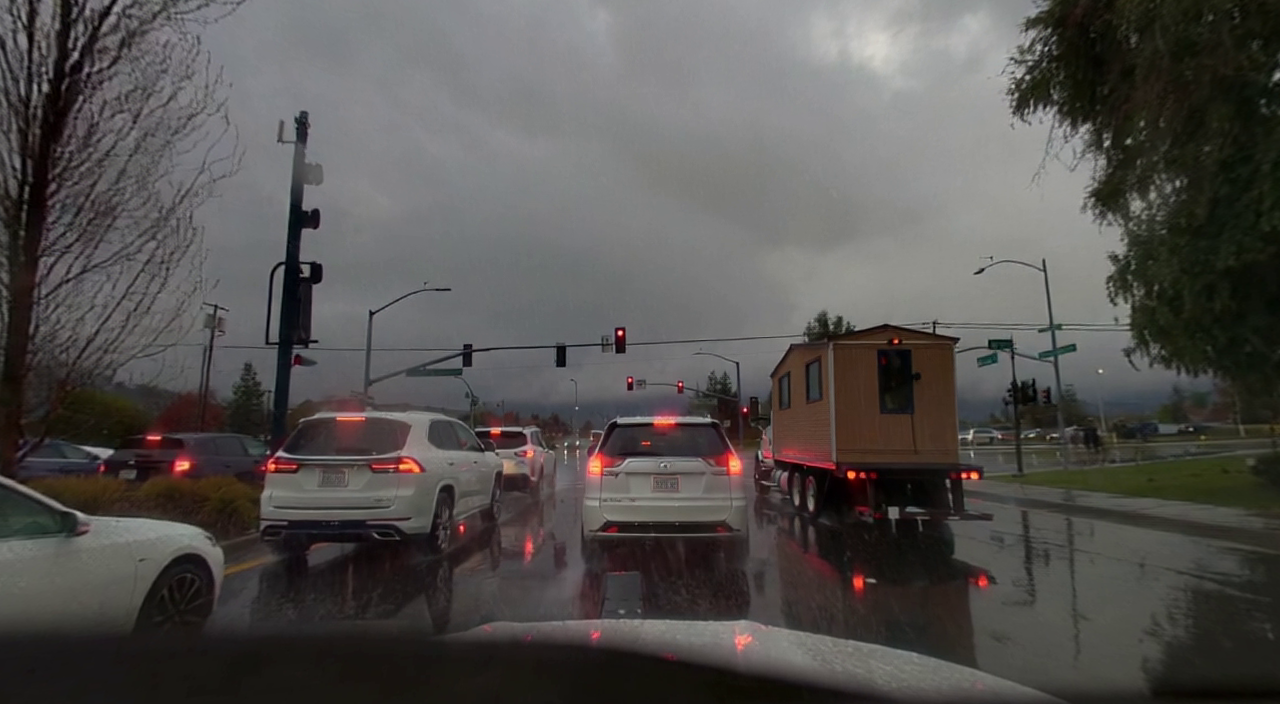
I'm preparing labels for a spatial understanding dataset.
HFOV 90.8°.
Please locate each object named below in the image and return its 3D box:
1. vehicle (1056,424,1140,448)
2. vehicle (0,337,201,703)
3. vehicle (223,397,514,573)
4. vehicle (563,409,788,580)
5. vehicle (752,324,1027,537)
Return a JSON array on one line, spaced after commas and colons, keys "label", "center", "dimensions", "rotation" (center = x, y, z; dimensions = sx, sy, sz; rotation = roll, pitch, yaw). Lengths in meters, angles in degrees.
[{"label": "vehicle", "center": [33.157, 6.141, 45.888], "dimensions": [4.671, 1.595, 1.824], "rotation": [-6, -10, 31]}, {"label": "vehicle", "center": [-3.427, 0.665, 1.412], "dimensions": [1.952, 1.730, 4.116], "rotation": [0, -9, -1]}, {"label": "vehicle", "center": [-3.267, 1.715, 8.836], "dimensions": [2.085, 1.812, 4.388], "rotation": [0, -9, 0]}, {"label": "vehicle", "center": [0.355, 1.706, 8.316], "dimensions": [2.189, 1.649, 4.171], "rotation": [0, -9, 0]}, {"label": "vehicle", "center": [3.690, 1.404, 11.007], "dimensions": [2.531, 2.750, 5.595], "rotation": [0, -9, 1]}]
